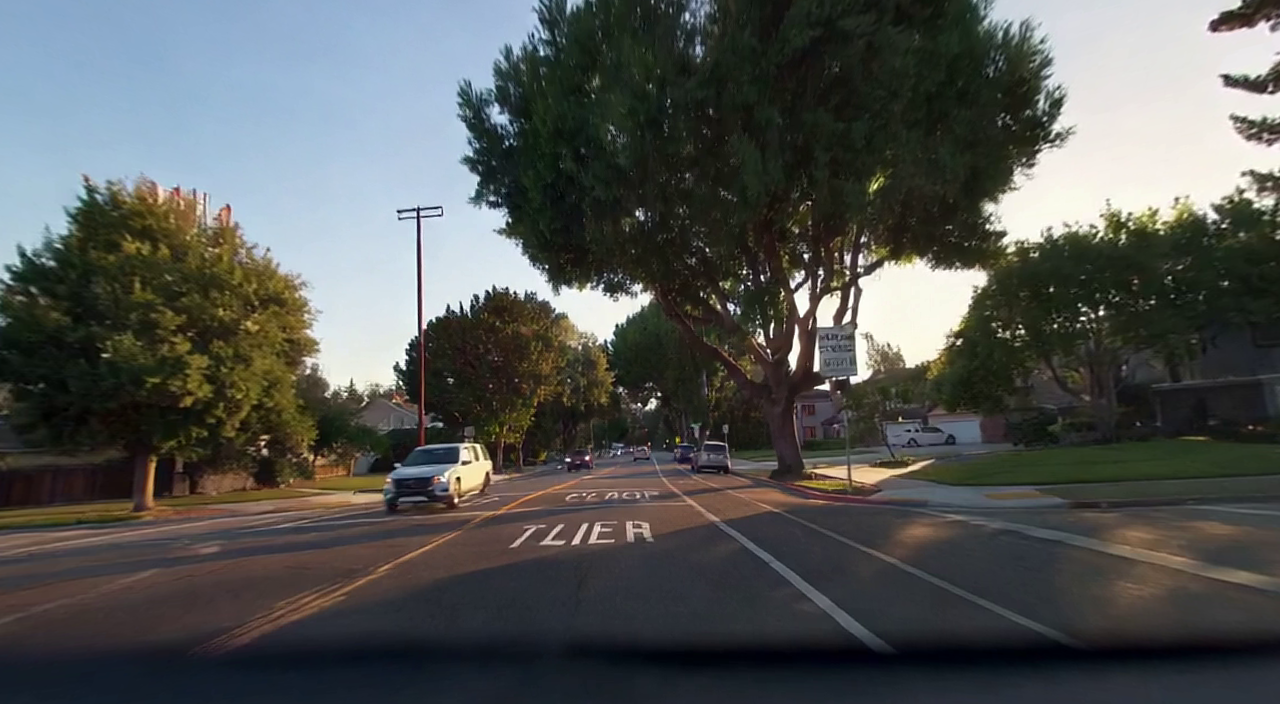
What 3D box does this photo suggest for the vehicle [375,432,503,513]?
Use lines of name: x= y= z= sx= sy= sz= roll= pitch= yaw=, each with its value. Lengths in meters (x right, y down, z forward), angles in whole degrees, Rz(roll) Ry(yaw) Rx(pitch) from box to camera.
vehicle: x=-5.615 y=3.406 z=18.372 sx=2.037 sy=1.948 sz=4.621 roll=-4 pitch=-9 yaw=3

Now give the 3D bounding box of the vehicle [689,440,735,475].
vehicle: x=3.843 y=5.739 z=34.630 sx=2.087 sy=1.725 sz=4.986 roll=0 pitch=-9 yaw=2

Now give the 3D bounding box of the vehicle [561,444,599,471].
vehicle: x=-4.312 y=7.678 z=46.262 sx=2.091 sy=1.793 sz=5.296 roll=0 pitch=-9 yaw=2
